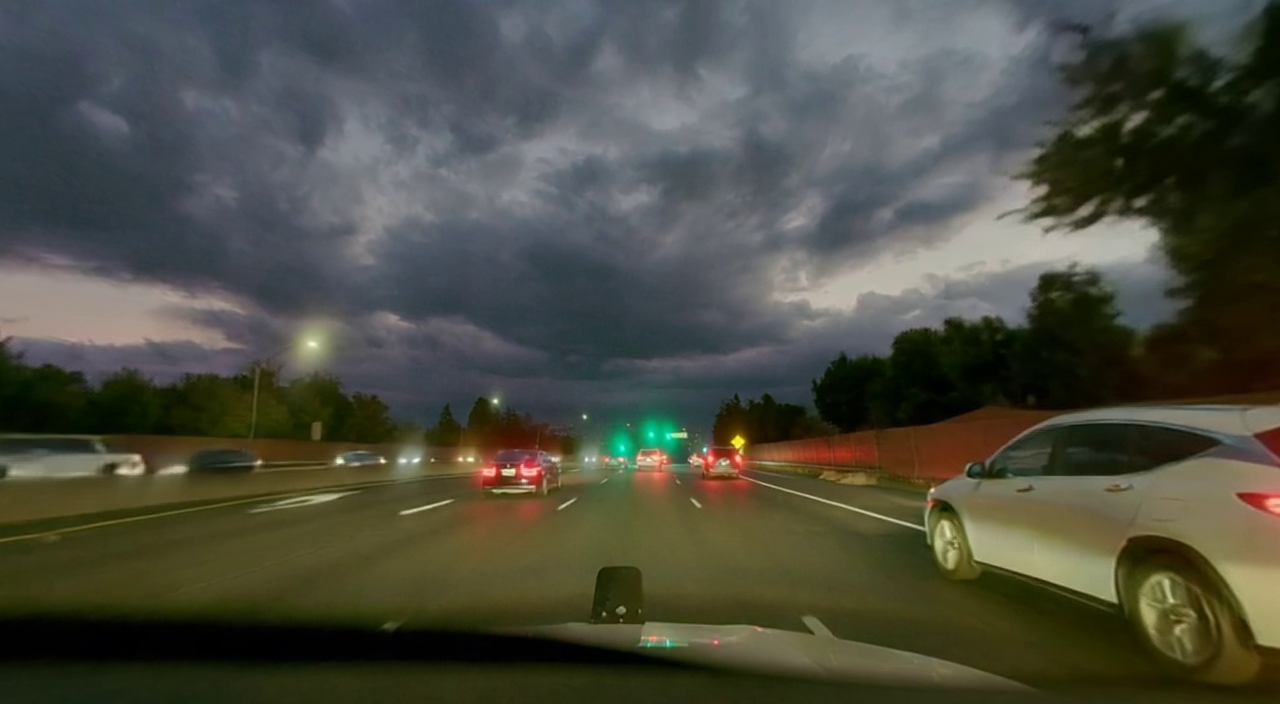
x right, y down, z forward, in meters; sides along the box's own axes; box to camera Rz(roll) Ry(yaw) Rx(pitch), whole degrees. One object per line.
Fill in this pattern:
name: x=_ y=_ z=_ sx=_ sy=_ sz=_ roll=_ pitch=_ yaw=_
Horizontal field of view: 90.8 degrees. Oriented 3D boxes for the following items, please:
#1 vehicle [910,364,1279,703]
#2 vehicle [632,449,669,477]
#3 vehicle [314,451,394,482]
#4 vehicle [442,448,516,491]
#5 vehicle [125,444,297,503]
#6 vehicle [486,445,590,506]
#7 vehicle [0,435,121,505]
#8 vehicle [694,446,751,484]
vehicle: x=3.765 y=1.124 z=4.025 sx=2.029 sy=1.716 sz=4.545 roll=0 pitch=-9 yaw=0
vehicle: x=0.778 y=7.487 z=42.810 sx=2.408 sy=1.748 sz=4.217 roll=0 pitch=-9 yaw=3
vehicle: x=-14.563 y=5.832 z=32.467 sx=1.854 sy=1.449 sz=4.476 roll=-1 pitch=-9 yaw=3
vehicle: x=-6.093 y=4.466 z=24.292 sx=1.835 sy=1.504 sz=3.612 roll=0 pitch=-9 yaw=1
vehicle: x=-12.212 y=3.458 z=18.438 sx=1.803 sy=1.478 sz=4.435 roll=0 pitch=-9 yaw=2
vehicle: x=-2.768 y=3.497 z=18.393 sx=2.130 sy=1.514 sz=4.766 roll=0 pitch=-9 yaw=2
vehicle: x=-15.921 y=2.898 z=15.709 sx=2.032 sy=1.616 sz=4.579 roll=0 pitch=-9 yaw=1
vehicle: x=4.055 y=5.645 z=31.876 sx=2.320 sy=1.735 sz=4.408 roll=0 pitch=-9 yaw=1
